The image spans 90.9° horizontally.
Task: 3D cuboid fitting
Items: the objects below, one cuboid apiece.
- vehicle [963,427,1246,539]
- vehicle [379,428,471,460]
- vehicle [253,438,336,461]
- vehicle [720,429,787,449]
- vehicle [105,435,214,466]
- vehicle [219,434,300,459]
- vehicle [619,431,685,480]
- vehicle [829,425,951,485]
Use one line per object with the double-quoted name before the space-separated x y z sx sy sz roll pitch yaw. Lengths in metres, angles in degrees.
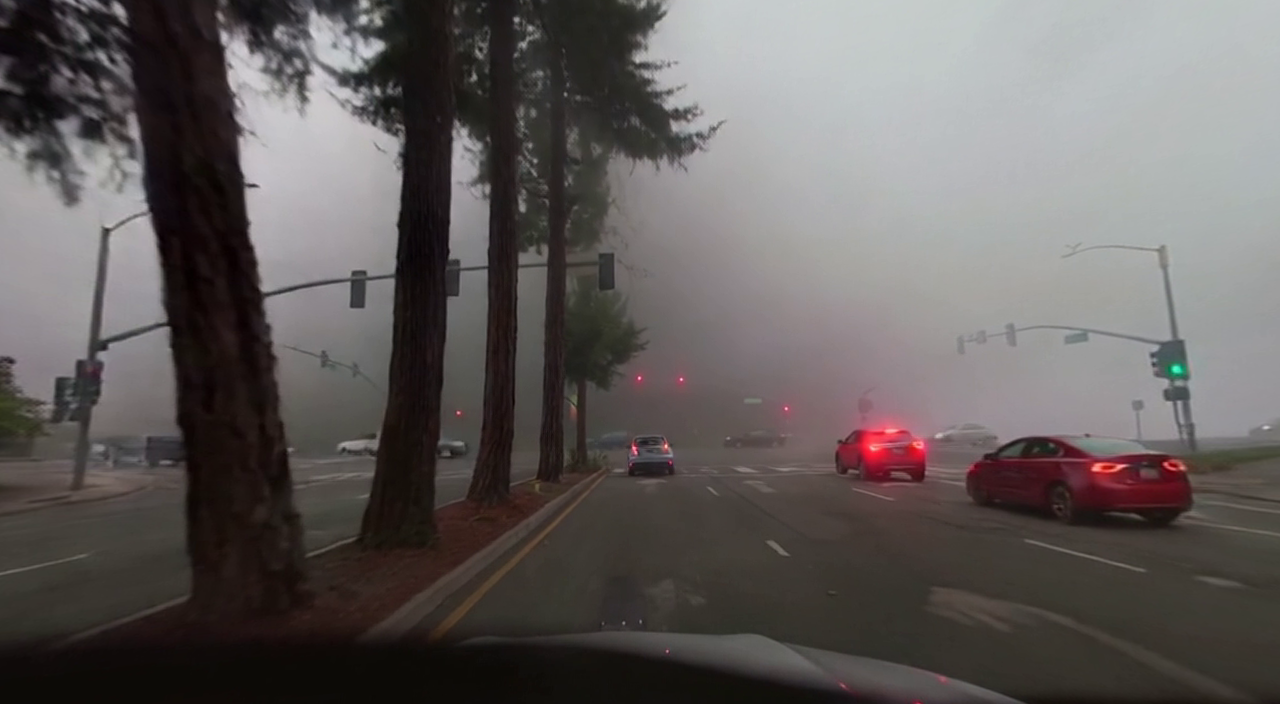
"vehicle" 7.184 2.023 10.358 1.726 1.467 3.793 0 -8 0
"vehicle" -12.784 5.530 37.738 4.786 1.803 1.967 -1 -8 2
"vehicle" -22.623 6.387 41.407 4.399 1.445 1.769 -1 -8 1
"vehicle" 8.857 6.812 49.575 4.944 1.488 1.807 -1 -8 1
"vehicle" -28.852 5.910 37.961 4.921 1.757 2.036 -1 -8 1
"vehicle" -26.996 6.731 44.851 4.450 1.684 1.894 -1 -9 -3
"vehicle" 0.337 3.481 21.517 2.041 1.485 3.813 0 -8 -1
"vehicle" 7.381 3.086 19.163 1.901 1.577 4.348 0 -8 0
